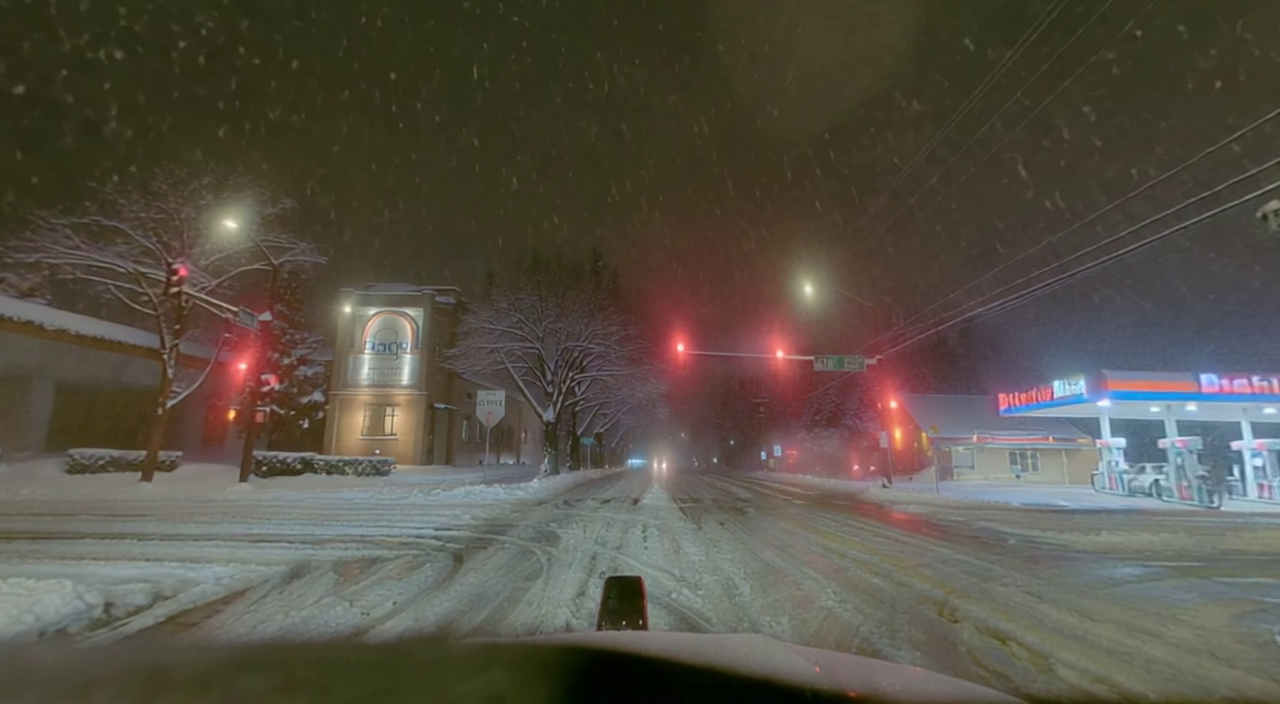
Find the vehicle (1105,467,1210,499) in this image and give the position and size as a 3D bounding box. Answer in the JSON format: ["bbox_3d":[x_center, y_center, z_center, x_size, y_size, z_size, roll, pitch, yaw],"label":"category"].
[{"bbox_3d":[28.022,7.066,34.349,1.897,1.466,4.211,1,-8,-6],"label":"vehicle"}]
